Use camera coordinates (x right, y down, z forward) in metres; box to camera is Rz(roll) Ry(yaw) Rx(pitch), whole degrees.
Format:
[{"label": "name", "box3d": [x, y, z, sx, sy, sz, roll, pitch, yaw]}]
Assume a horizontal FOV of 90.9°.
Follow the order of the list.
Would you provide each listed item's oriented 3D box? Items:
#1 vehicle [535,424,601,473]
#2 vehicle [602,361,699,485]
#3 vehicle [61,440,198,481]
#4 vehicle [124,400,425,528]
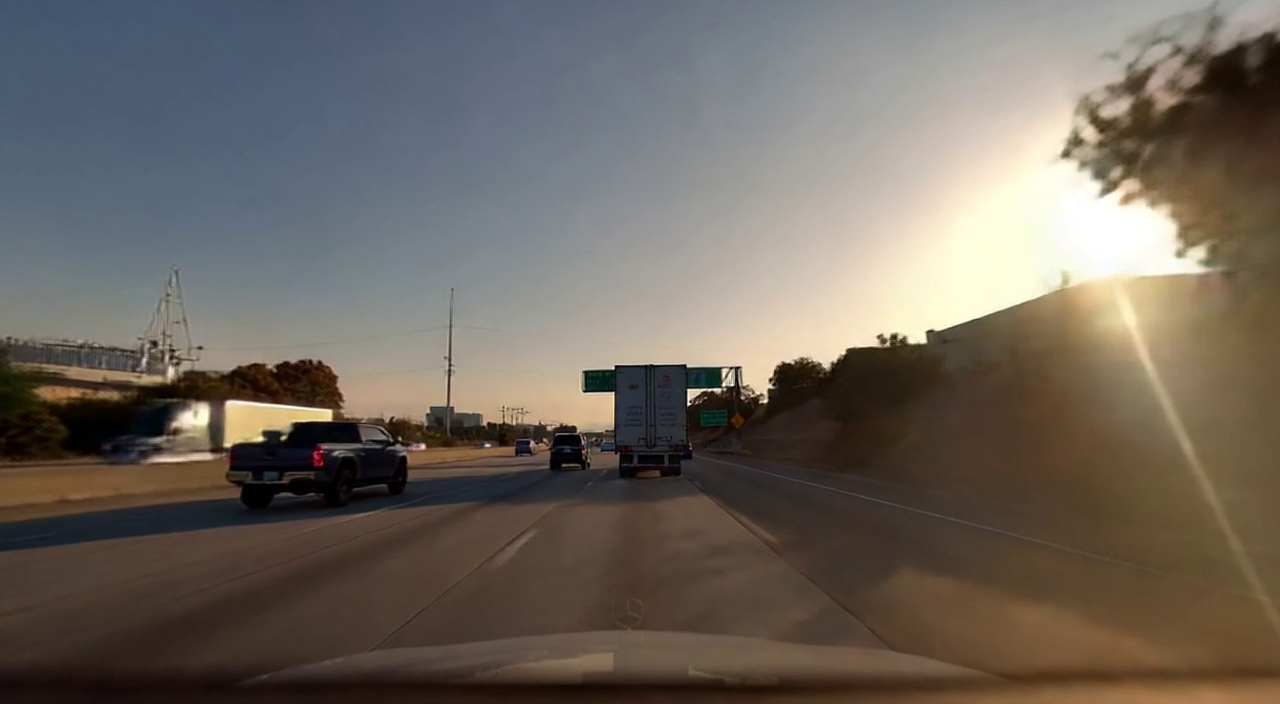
[{"label": "vehicle", "box3d": [-3.256, 4.594, 30.081, 2.379, 2.075, 6.169, 0, -9, 1]}, {"label": "vehicle", "box3d": [0.281, 2.914, 24.345, 2.941, 3.794, 9.851, 0, -9, 0]}, {"label": "vehicle", "box3d": [-20.617, 4.382, 25.774, 1.877, 1.497, 4.478, 0, -9, -1]}, {"label": "vehicle", "box3d": [-6.716, 2.190, 12.839, 2.479, 1.978, 5.952, 0, -9, 1]}]
